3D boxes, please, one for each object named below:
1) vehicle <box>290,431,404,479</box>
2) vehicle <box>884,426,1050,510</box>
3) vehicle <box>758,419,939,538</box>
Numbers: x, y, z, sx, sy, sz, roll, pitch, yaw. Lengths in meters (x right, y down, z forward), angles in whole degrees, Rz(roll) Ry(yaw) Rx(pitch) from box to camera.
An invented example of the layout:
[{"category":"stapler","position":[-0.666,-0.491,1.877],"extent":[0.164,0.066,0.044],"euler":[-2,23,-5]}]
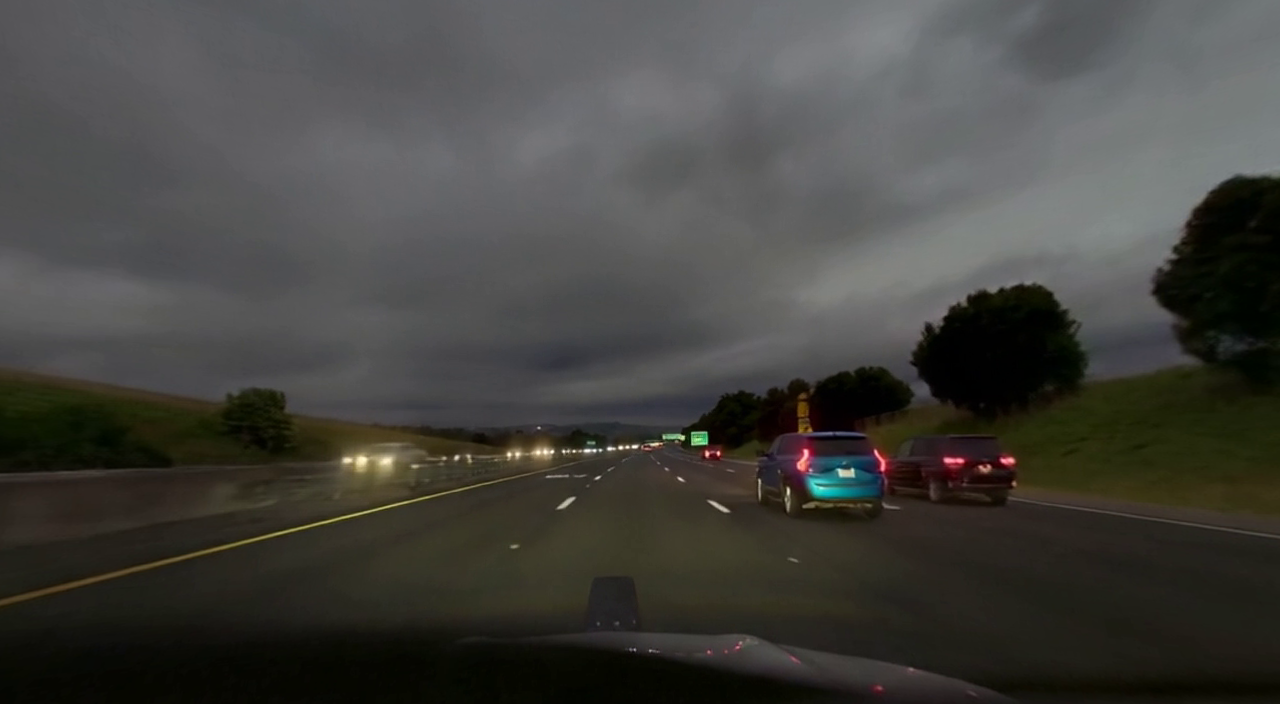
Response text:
[{"category":"vehicle","position":[-10.763,3.845,23.488],"extent":[2.089,1.602,4.561],"euler":[0,-9,0]},{"category":"vehicle","position":[7.853,2.817,15.534],"extent":[1.898,1.798,3.805],"euler":[0,-9,-2]},{"category":"vehicle","position":[3.492,2.201,11.427],"extent":[1.784,1.733,4.141],"euler":[0,-9,-1]}]
